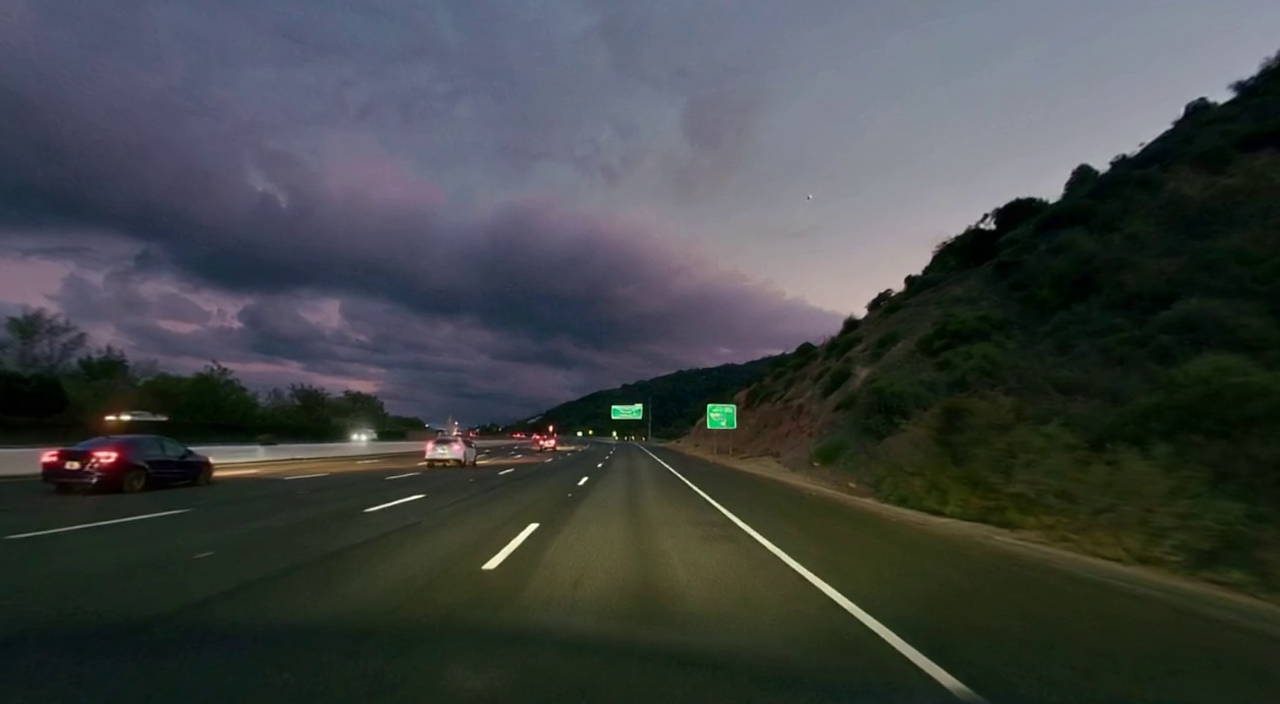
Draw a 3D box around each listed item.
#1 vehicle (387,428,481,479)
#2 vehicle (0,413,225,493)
[{"bbox_3d":[-7.617,3.819,23.864,2.104,1.715,4.319,0,-9,0],"label":"vehicle"},{"bbox_3d":[-15.099,2.929,18.489,2.240,1.953,5.452,0,-9,-1],"label":"vehicle"}]
